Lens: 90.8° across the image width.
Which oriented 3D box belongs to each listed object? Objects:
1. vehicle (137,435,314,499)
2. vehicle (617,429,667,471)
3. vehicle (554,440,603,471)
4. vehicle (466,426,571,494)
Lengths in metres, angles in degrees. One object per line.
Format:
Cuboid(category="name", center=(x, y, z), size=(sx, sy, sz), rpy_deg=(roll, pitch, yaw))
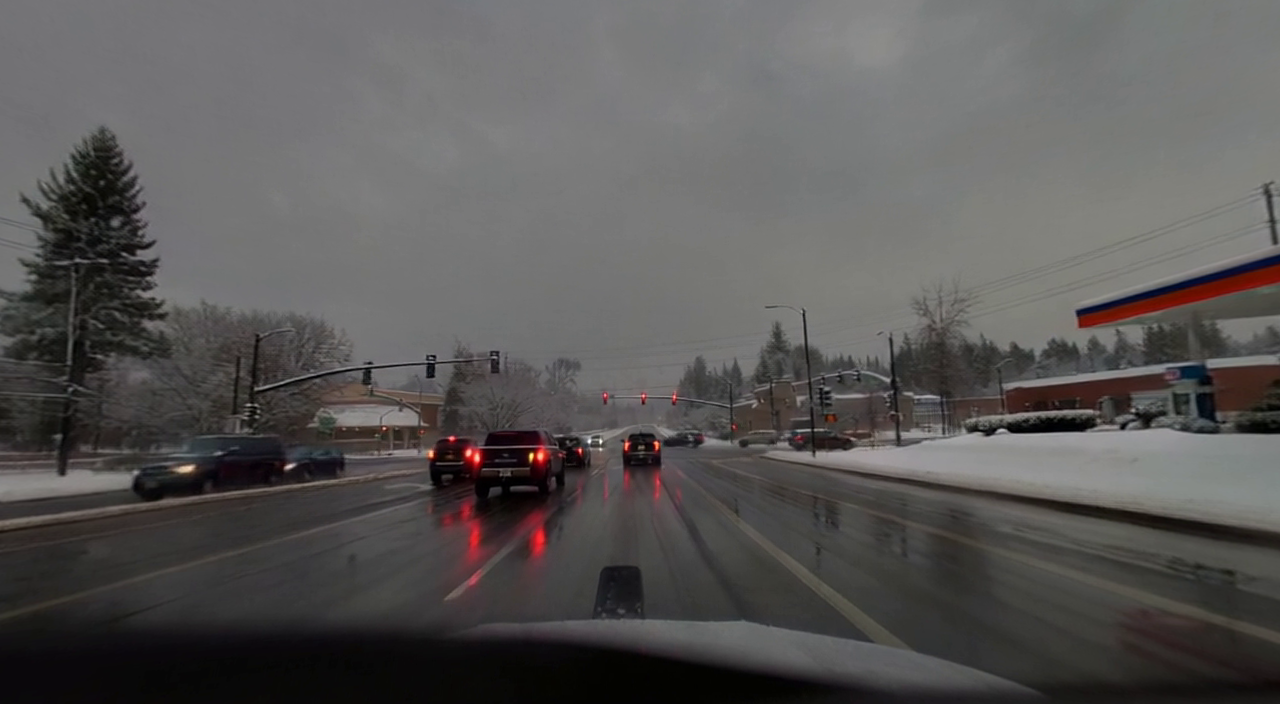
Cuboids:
Cuboid(category="vehicle", center=(-13.715, 3.825, 21.525), size=(2.238, 1.872, 5.625), rpy_deg=(0, -9, -1))
Cuboid(category="vehicle", center=(0.111, 4.697, 30.426), size=(2.224, 1.819, 5.005), rpy_deg=(0, -9, 1))
Cuboid(category="vehicle", center=(-2.990, 5.155, 31.693), size=(1.881, 1.424, 4.098), rpy_deg=(0, -9, 2))
Cuboid(category="vehicle", center=(-3.368, 3.106, 18.469), size=(2.096, 1.718, 4.266), rpy_deg=(0, -9, 2))
